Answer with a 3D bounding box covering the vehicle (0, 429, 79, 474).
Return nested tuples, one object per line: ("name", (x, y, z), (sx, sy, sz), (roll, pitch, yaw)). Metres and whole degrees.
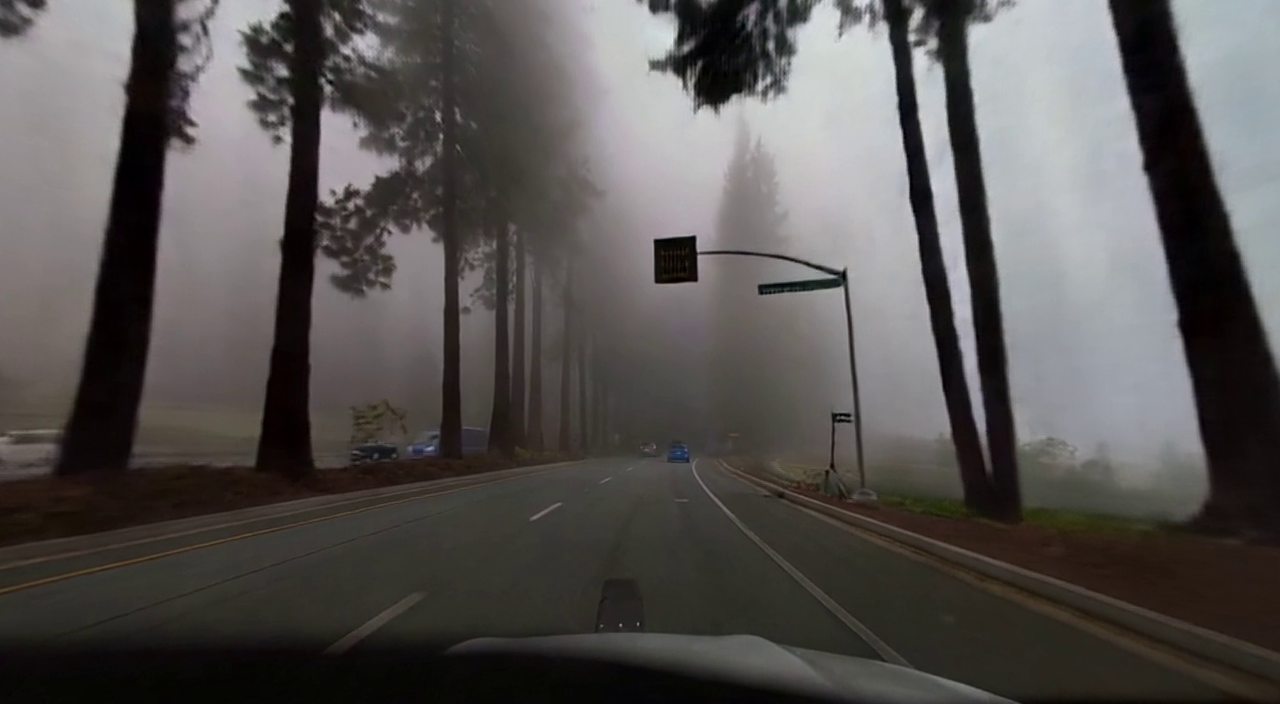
("vehicle", (-43.710, 6.919, 43.941), (2.231, 3.026, 6.377), (-4, -9, 26))
